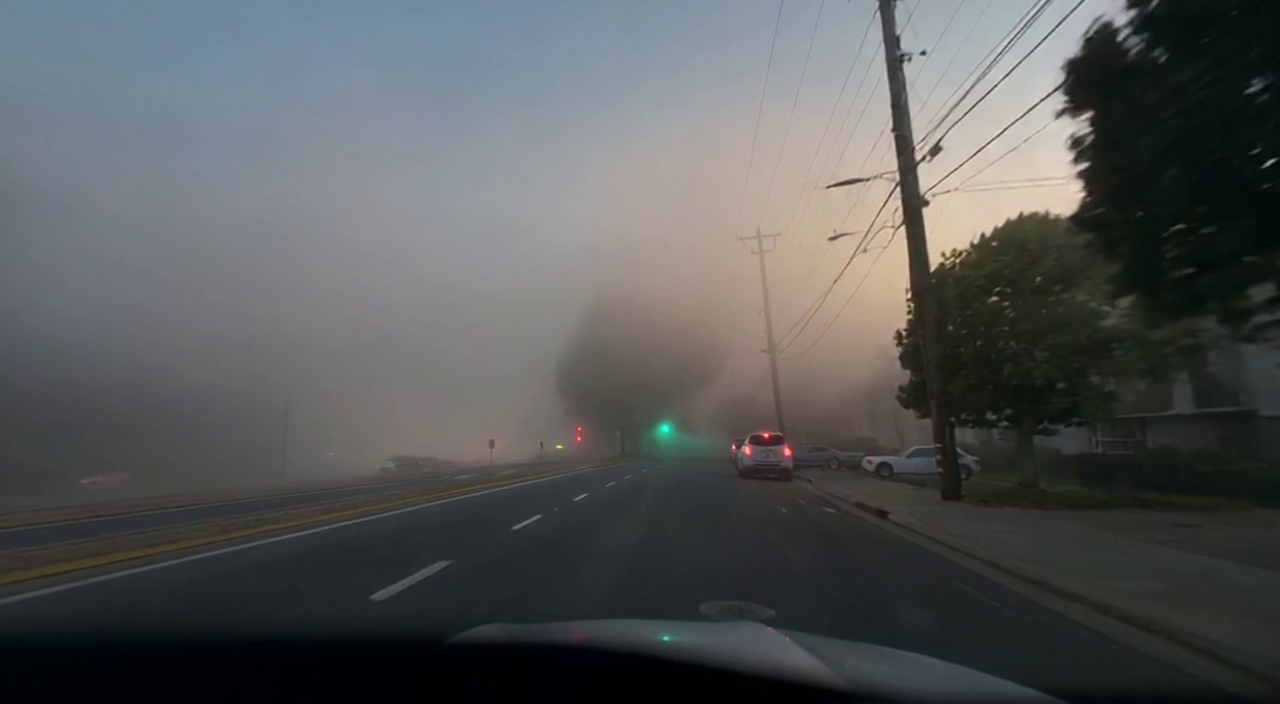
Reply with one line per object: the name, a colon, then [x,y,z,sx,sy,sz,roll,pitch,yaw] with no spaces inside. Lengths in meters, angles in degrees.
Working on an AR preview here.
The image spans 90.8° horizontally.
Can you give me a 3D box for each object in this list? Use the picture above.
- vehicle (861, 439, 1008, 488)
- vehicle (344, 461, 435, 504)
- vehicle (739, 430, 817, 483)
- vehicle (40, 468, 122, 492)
vehicle: [11.245,4.242,24.479,2.038,1.680,4.660,6,-10,-36]
vehicle: [-9.673,5.034,24.761,1.688,1.424,3.786,-1,-8,6]
vehicle: [5.294,4.071,24.902,2.359,1.817,4.985,0,-8,5]
vehicle: [-43.730,9.992,49.579,1.946,1.637,4.683,0,-8,3]
